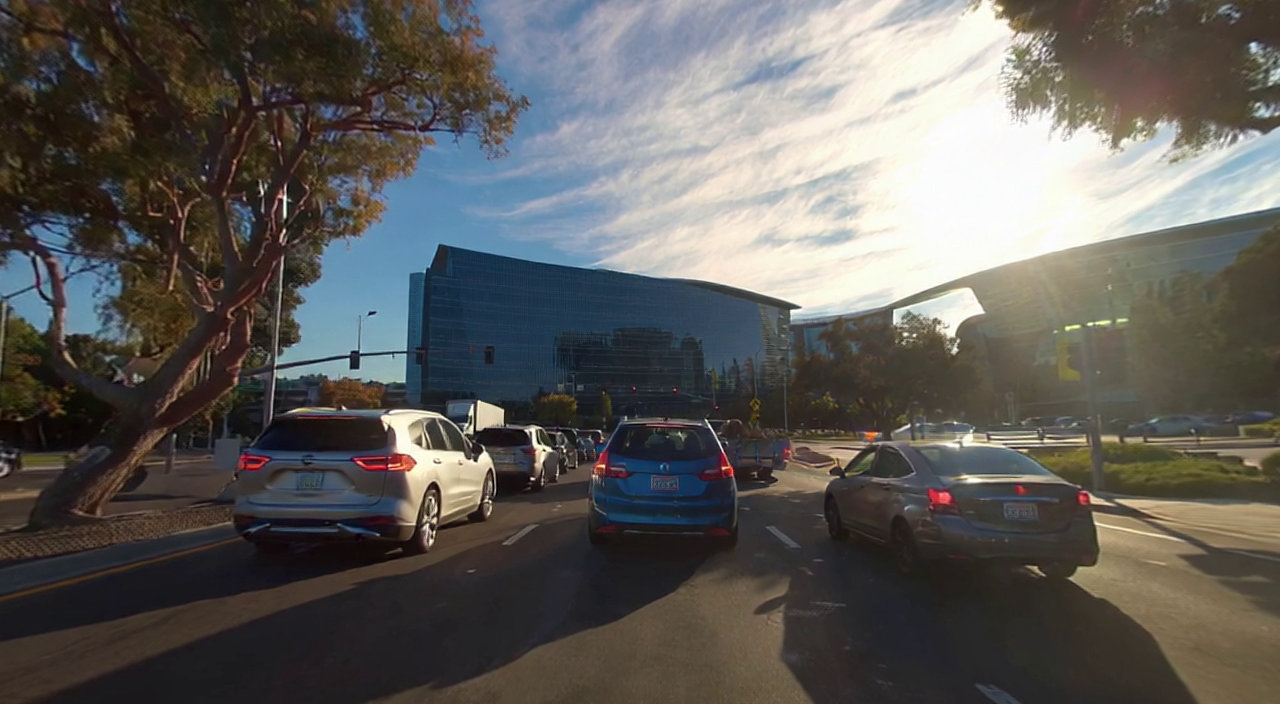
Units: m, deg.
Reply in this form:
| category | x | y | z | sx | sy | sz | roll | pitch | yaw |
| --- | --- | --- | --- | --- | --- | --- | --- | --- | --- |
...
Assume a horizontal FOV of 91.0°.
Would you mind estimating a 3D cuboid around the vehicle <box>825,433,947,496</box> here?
| category | x | y | z | sx | sy | sz | roll | pitch | yaw |
| --- | --- | --- | --- | --- | --- | --- | --- | --- | --- |
| vehicle | 6.931 | 3.190 | 18.285 | 2.067 | 1.599 | 4.251 | -1 | -8 | 4 |

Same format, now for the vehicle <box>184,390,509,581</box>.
| category | x | y | z | sx | sy | sz | roll | pitch | yaw |
| --- | --- | --- | --- | --- | --- | --- | --- | --- | --- |
| vehicle | -3.257 | 1.591 | 8.250 | 2.085 | 1.812 | 4.388 | 0 | -8 | 1 |

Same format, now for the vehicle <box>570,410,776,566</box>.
| category | x | y | z | sx | sy | sz | roll | pitch | yaw |
| --- | --- | --- | --- | --- | --- | --- | --- | --- | --- |
| vehicle | 0.373 | 1.761 | 8.877 | 2.189 | 1.649 | 4.171 | 0 | -8 | 1 |
